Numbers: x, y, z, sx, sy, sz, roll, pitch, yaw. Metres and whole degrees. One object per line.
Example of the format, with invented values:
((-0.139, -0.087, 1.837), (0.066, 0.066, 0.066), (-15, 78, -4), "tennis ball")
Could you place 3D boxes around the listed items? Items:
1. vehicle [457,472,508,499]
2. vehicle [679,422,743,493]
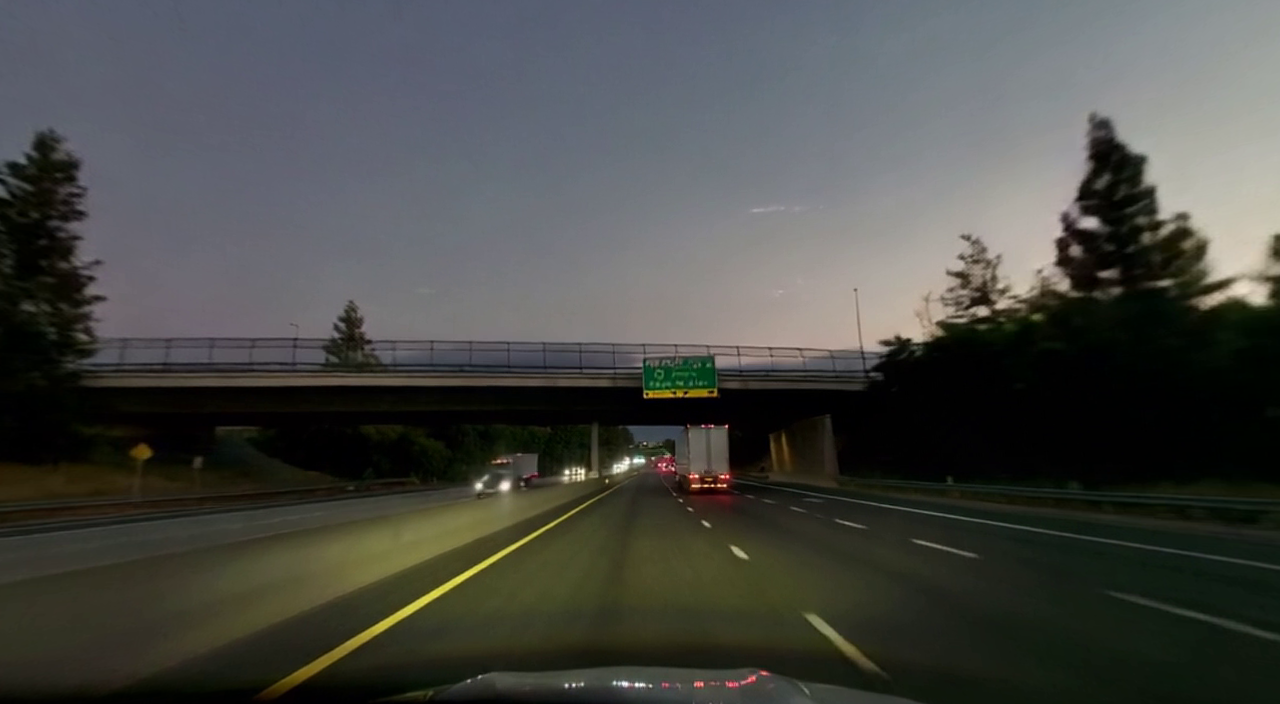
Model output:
((-9.234, 7.852, 37.234), (1.863, 1.465, 4.034), (0, -11, 1), "vehicle")
((4.430, 7.139, 42.212), (3.054, 4.005, 11.895), (0, -11, 0), "vehicle")
